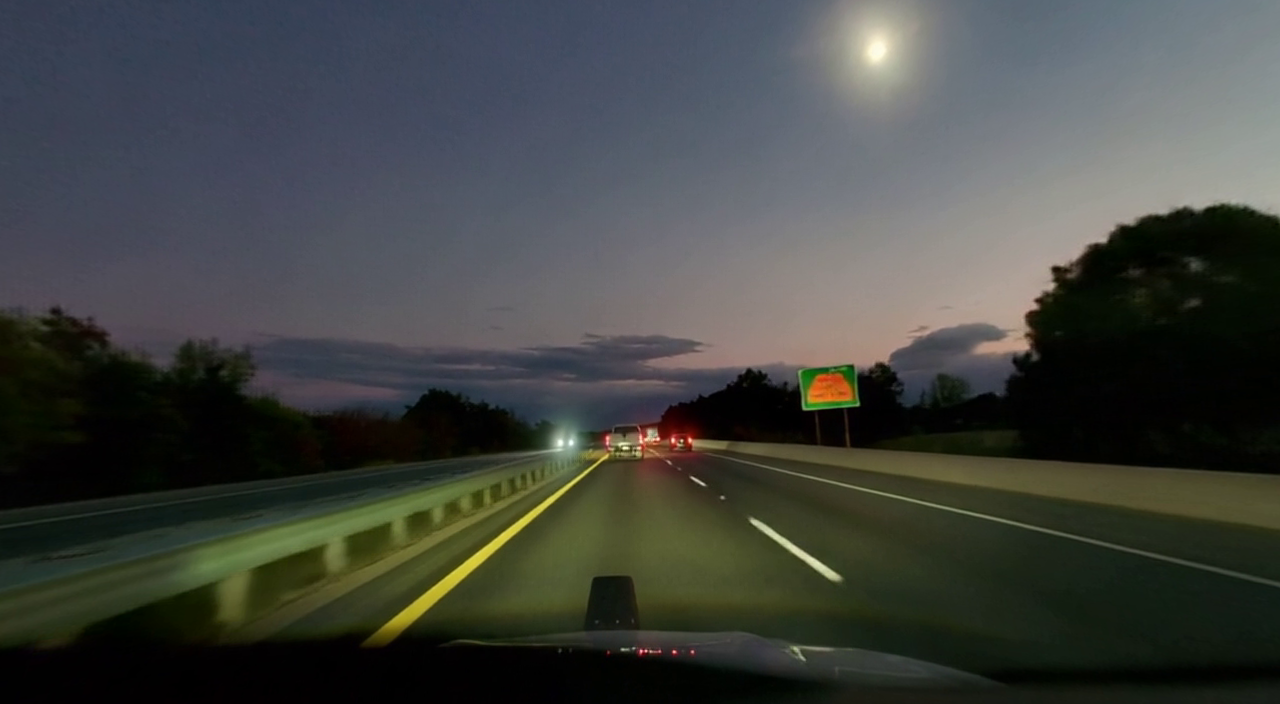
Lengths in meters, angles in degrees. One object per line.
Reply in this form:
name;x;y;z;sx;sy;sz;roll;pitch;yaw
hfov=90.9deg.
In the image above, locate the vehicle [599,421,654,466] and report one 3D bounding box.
vehicle;-0.654;4.486;31.033;2.503;2.044;4.633;0;-8;-1
